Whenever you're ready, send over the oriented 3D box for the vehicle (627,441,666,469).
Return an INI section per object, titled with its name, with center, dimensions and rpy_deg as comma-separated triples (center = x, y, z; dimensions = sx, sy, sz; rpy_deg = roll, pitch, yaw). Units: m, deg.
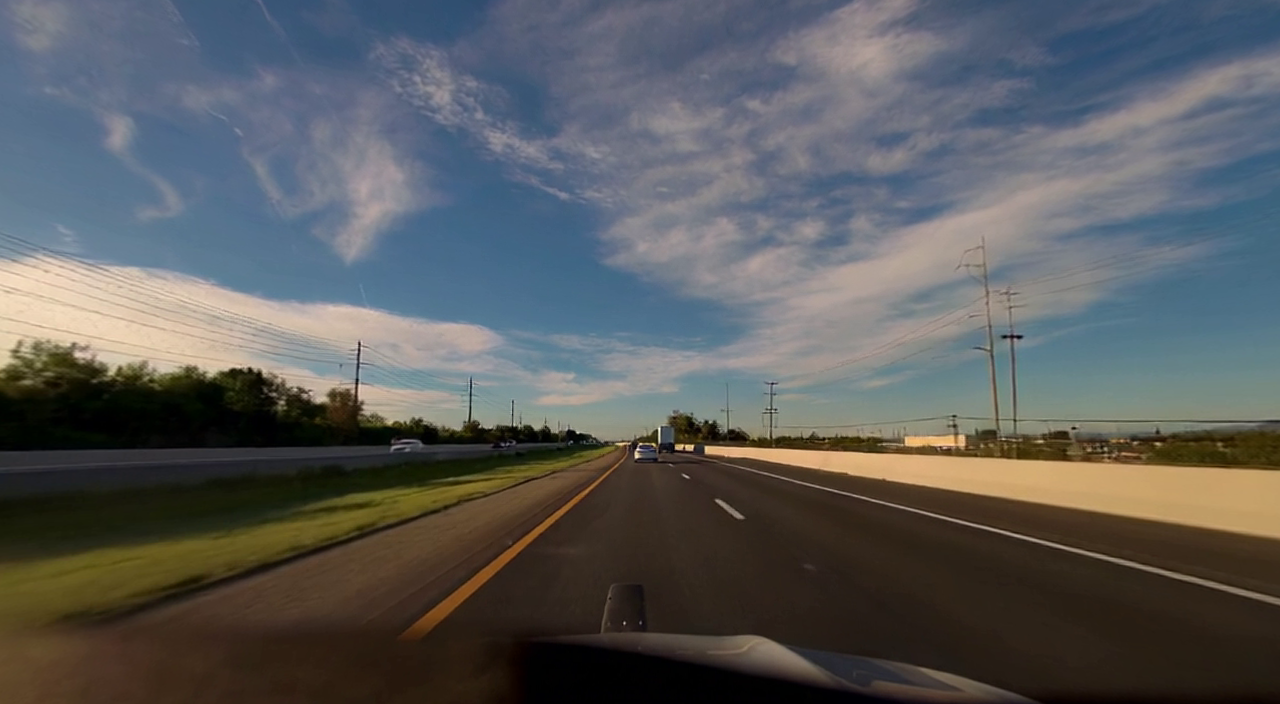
[vehicle]
center = 0.375, 6.098, 37.588
dimensions = 2.192, 1.556, 4.132
rpy_deg = -1, -9, 0
